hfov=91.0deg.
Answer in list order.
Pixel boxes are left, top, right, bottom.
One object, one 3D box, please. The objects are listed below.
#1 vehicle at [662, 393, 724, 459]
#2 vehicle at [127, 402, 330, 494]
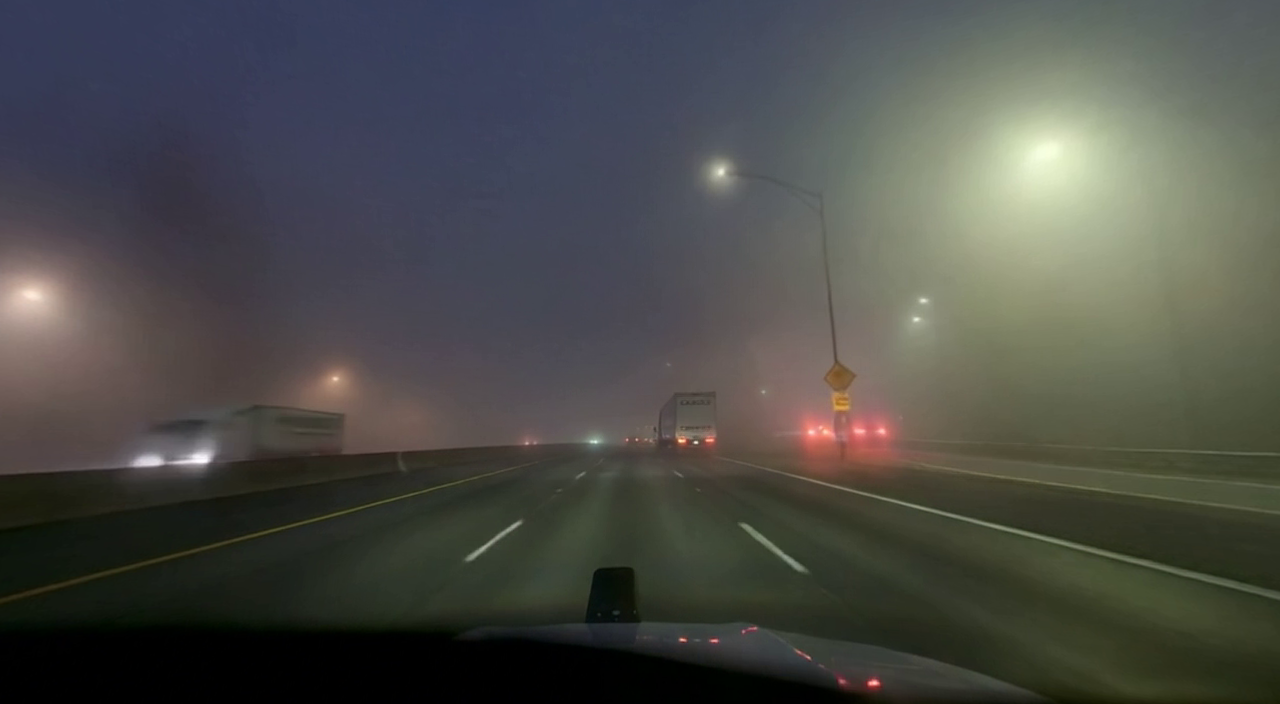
[{"bbox_3d":[3.521,5.559,46.101,2.976,4.064,14.619,0,-8,-1],"label":"vehicle"},{"bbox_3d":[-16.568,3.982,26.437,2.818,3.191,8.511,0,-8,0],"label":"vehicle"}]
